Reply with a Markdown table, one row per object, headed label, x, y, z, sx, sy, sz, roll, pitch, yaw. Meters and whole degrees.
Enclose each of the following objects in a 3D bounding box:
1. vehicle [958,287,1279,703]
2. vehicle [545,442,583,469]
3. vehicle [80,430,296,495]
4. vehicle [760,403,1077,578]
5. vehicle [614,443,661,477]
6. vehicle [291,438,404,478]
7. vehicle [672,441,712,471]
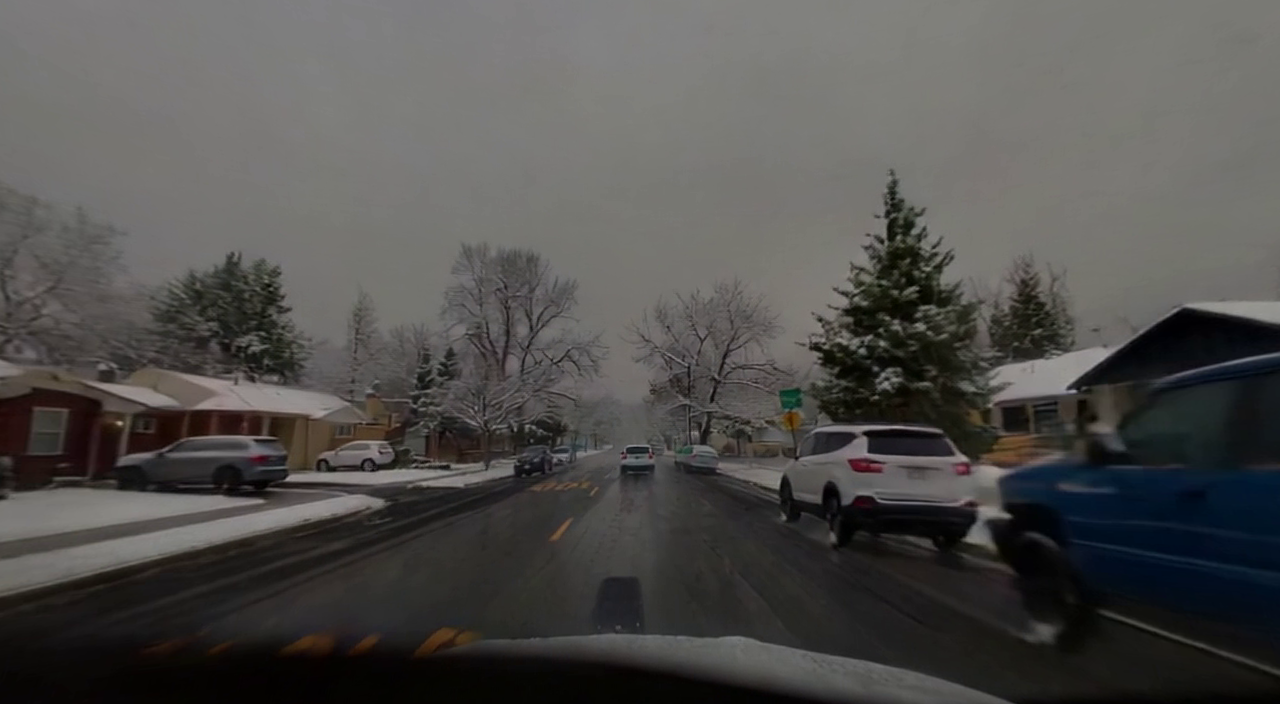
| label | x | y | z | sx | sy | sz | roll | pitch | yaw |
| --- | --- | --- | --- | --- | --- | --- | --- | --- | --- |
| vehicle | 3.595 | 0.717 | 2.316 | 2.221 | 1.960 | 4.927 | 0 | -8 | 0 |
| vehicle | -5.693 | 7.783 | 47.974 | 2.126 | 1.816 | 4.796 | -3 | -8 | 1 |
| vehicle | -13.354 | 3.273 | 18.921 | 4.836 | 1.831 | 1.982 | 0 | -9 | -1 |
| vehicle | 3.449 | 1.873 | 9.505 | 2.135 | 1.809 | 5.682 | 0 | -9 | -1 |
| vehicle | -0.131 | 4.952 | 29.187 | 2.000 | 1.449 | 4.006 | 0 | -8 | 0 |
| vehicle | -13.440 | 4.877 | 29.248 | 4.253 | 1.772 | 1.980 | 0 | -9 | -3 |
| vehicle | 3.093 | 6.266 | 38.362 | 1.978 | 1.690 | 4.306 | 0 | -9 | -1 |
